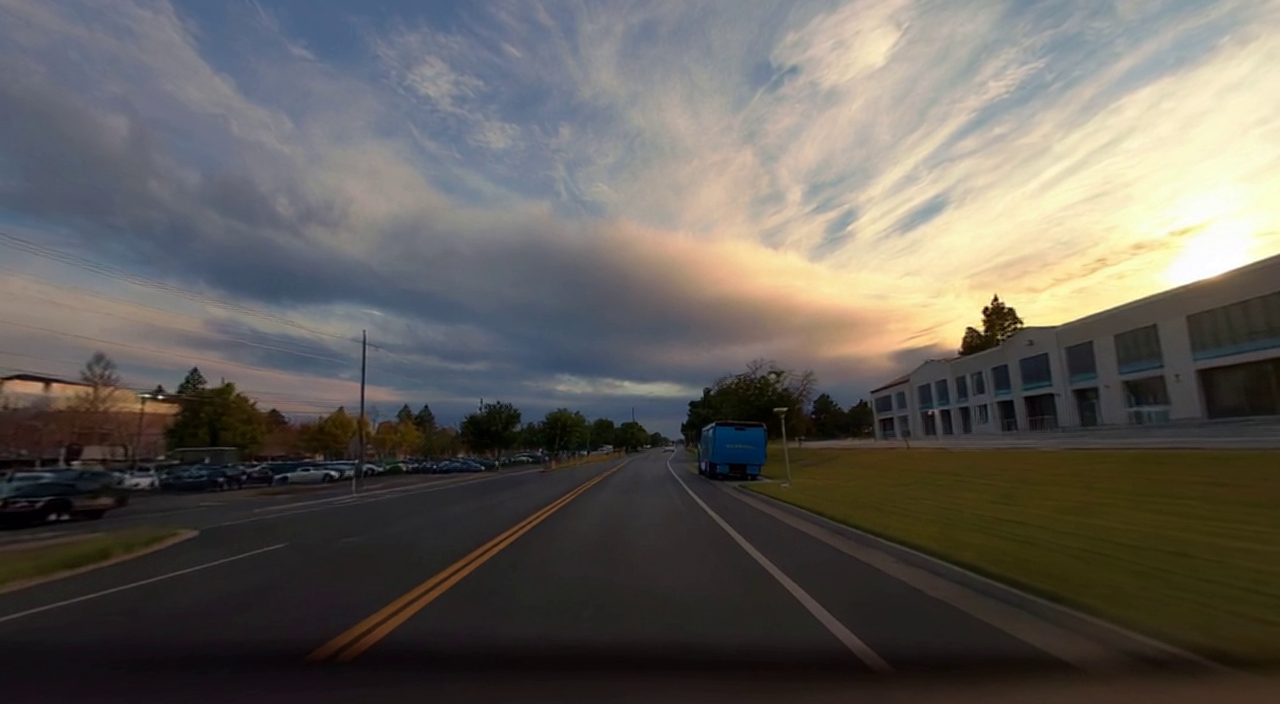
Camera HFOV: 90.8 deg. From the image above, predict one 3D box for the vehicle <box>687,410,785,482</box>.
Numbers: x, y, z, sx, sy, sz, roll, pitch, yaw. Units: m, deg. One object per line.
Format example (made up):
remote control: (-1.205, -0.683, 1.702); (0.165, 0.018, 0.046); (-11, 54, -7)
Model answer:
vehicle: (4.523, 4.815, 32.528); (3.282, 3.067, 10.181); (0, -8, -1)

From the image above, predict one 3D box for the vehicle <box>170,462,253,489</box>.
vehicle: (-30.126, 8.669, 44.459); (4.371, 1.750, 1.940); (0, -8, 1)

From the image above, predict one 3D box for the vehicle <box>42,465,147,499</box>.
vehicle: (-31.107, 7.389, 36.061); (4.313, 1.738, 1.985); (-1, -8, 7)
